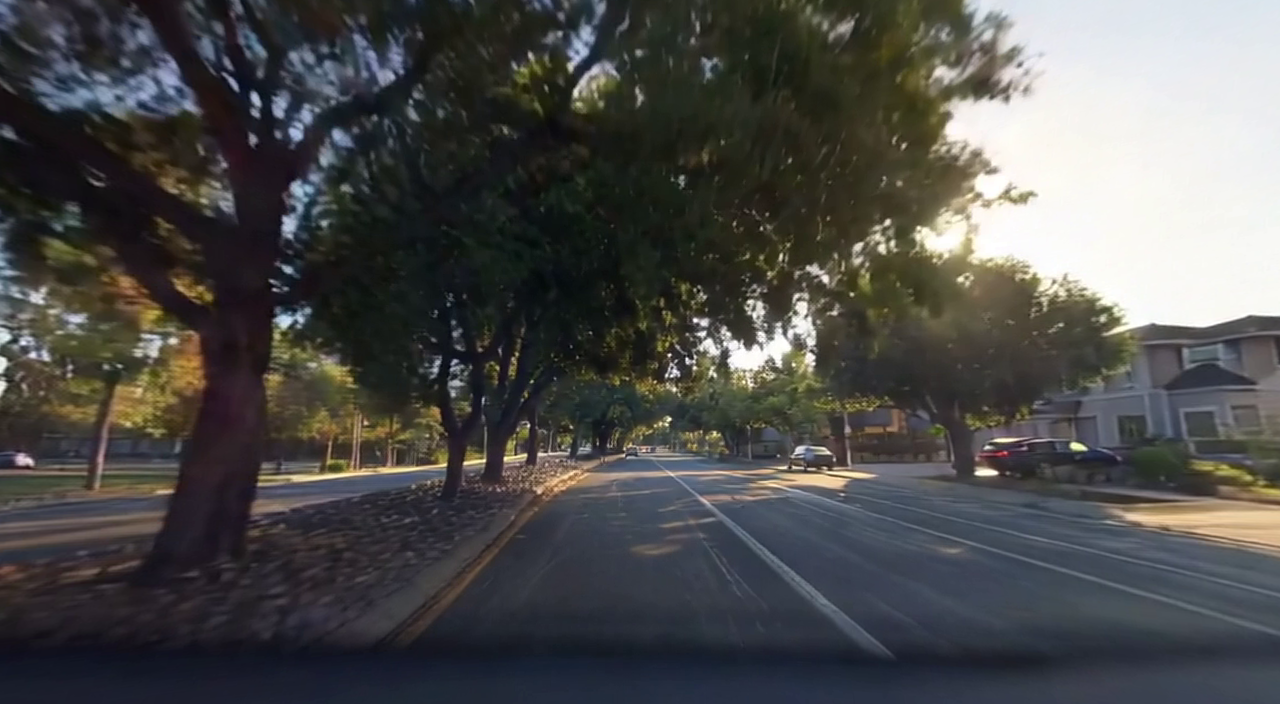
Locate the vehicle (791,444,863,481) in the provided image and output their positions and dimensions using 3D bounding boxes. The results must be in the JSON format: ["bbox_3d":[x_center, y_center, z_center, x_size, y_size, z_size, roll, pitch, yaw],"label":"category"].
[{"bbox_3d":[9.410,5.583,32.212,2.096,1.703,4.583,0,-9,-2],"label":"vehicle"}]

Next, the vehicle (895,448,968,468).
[{"bbox_3d":[21.719,7.888,47.197,4.465,1.460,1.901,0,-8,1],"label":"vehicle"}]

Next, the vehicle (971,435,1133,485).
[{"bbox_3d":[15.516,4.097,24.029,4.605,1.779,2.135,0,-9,0],"label":"vehicle"}]

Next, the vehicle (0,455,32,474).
[{"bbox_3d":[-49.278,8.701,48.959,4.083,1.423,1.885,-5,-10,30],"label":"vehicle"}]
